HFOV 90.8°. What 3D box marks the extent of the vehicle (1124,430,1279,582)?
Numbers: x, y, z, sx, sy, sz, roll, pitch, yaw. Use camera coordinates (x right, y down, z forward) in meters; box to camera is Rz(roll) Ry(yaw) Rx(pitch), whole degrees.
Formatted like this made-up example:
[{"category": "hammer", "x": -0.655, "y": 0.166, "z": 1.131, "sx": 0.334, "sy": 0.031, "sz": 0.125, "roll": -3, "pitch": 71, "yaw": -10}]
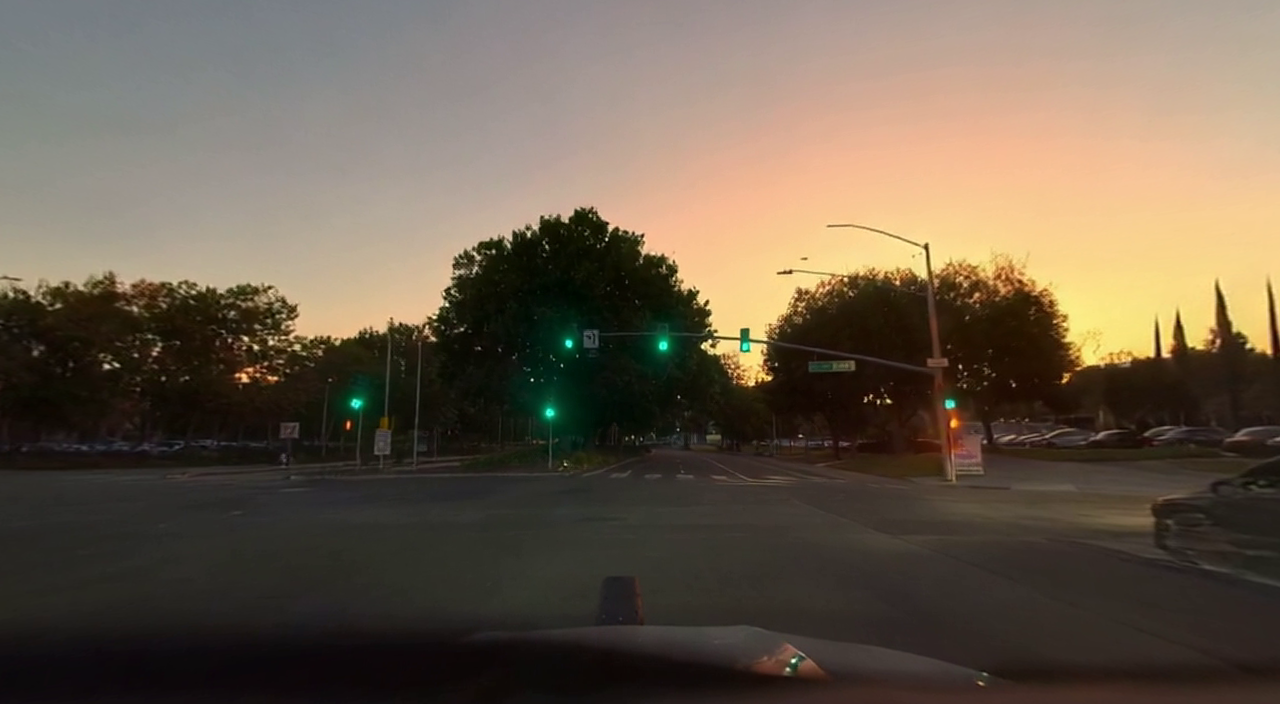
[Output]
[{"category": "vehicle", "x": 7.371, "y": 1.590, "z": 6.636, "sx": 1.797, "sy": 1.518, "sz": 3.433, "roll": 0, "pitch": -9, "yaw": 0}]
